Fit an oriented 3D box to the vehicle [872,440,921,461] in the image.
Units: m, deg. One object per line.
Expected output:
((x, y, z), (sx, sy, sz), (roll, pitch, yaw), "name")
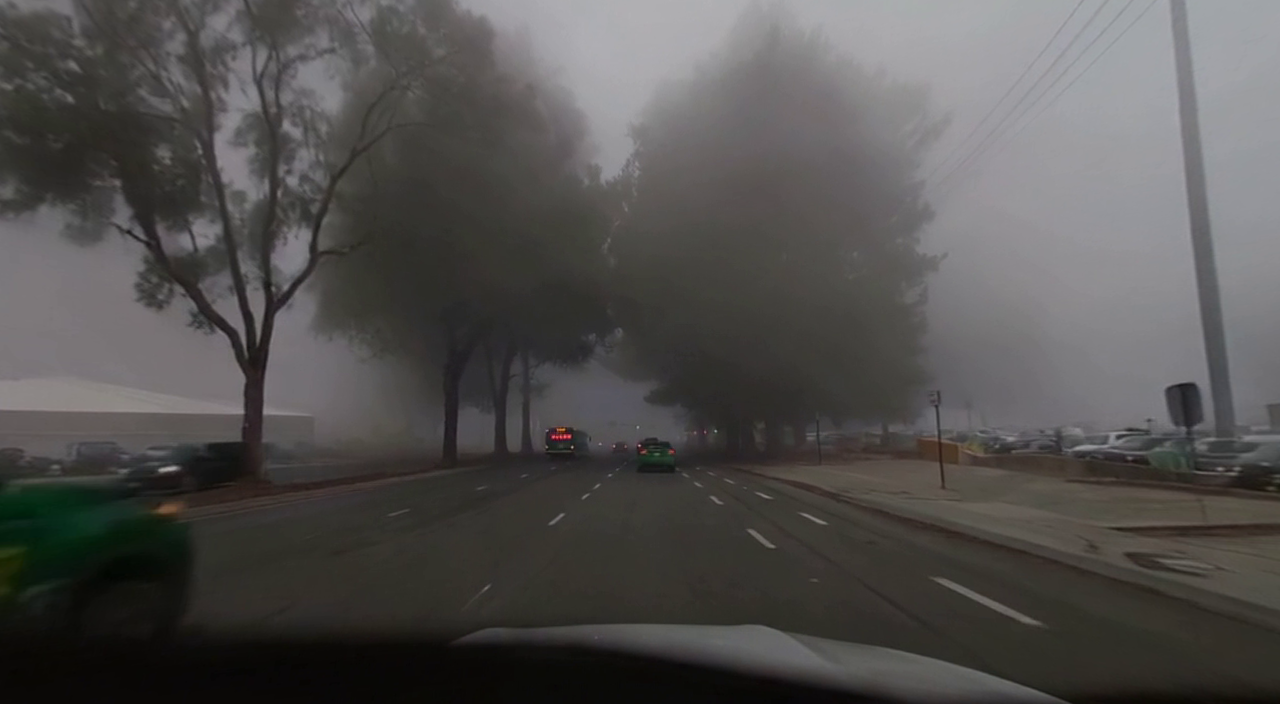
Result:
((19.403, 7.470, 47.910), (1.826, 1.532, 4.290), (0, -9, -1), "vehicle")

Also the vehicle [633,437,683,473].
((0.764, 4.702, 28.988), (2.123, 1.498, 4.226), (0, -9, 0), "vehicle")

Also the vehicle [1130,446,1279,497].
((18.826, 3.811, 20.618), (1.849, 1.466, 4.831), (-1, -9, 3), "vehicle")

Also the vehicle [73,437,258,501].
((-14.363, 3.538, 19.531), (2.126, 1.742, 4.517), (0, -9, 1), "vehicle")

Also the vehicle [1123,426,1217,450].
((33.404, 5.467, 39.842), (4.215, 1.462, 1.883), (0, -9, -1), "vehicle")

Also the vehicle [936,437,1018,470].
((19.231, 5.795, 36.315), (1.965, 1.749, 4.838), (0, -9, -1), "vehicle")

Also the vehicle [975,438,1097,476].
((19.198, 5.126, 31.042), (2.229, 1.661, 5.991), (0, -9, 1), "vehicle")
